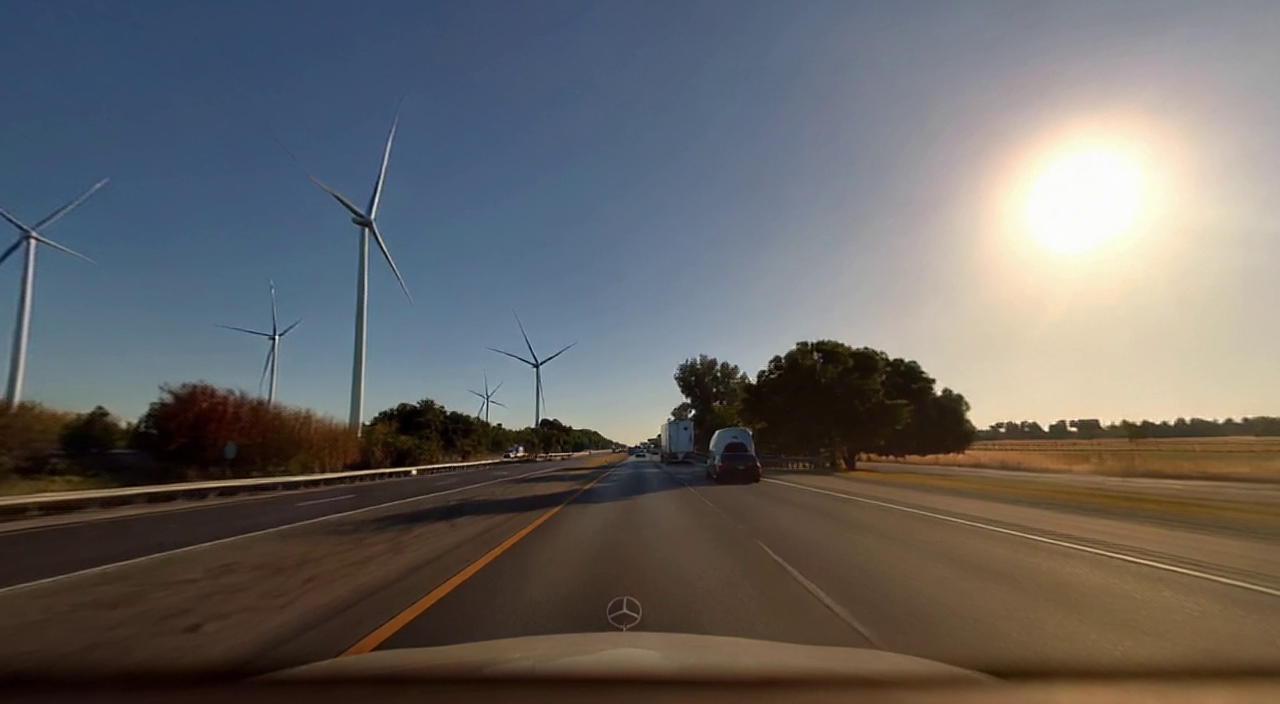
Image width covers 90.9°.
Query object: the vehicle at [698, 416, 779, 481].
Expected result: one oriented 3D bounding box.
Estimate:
[{"bbox_3d":[4.312,4.422,28.727,2.609,2.648,5.397,0,-9,-2],"label":"vehicle"}]
